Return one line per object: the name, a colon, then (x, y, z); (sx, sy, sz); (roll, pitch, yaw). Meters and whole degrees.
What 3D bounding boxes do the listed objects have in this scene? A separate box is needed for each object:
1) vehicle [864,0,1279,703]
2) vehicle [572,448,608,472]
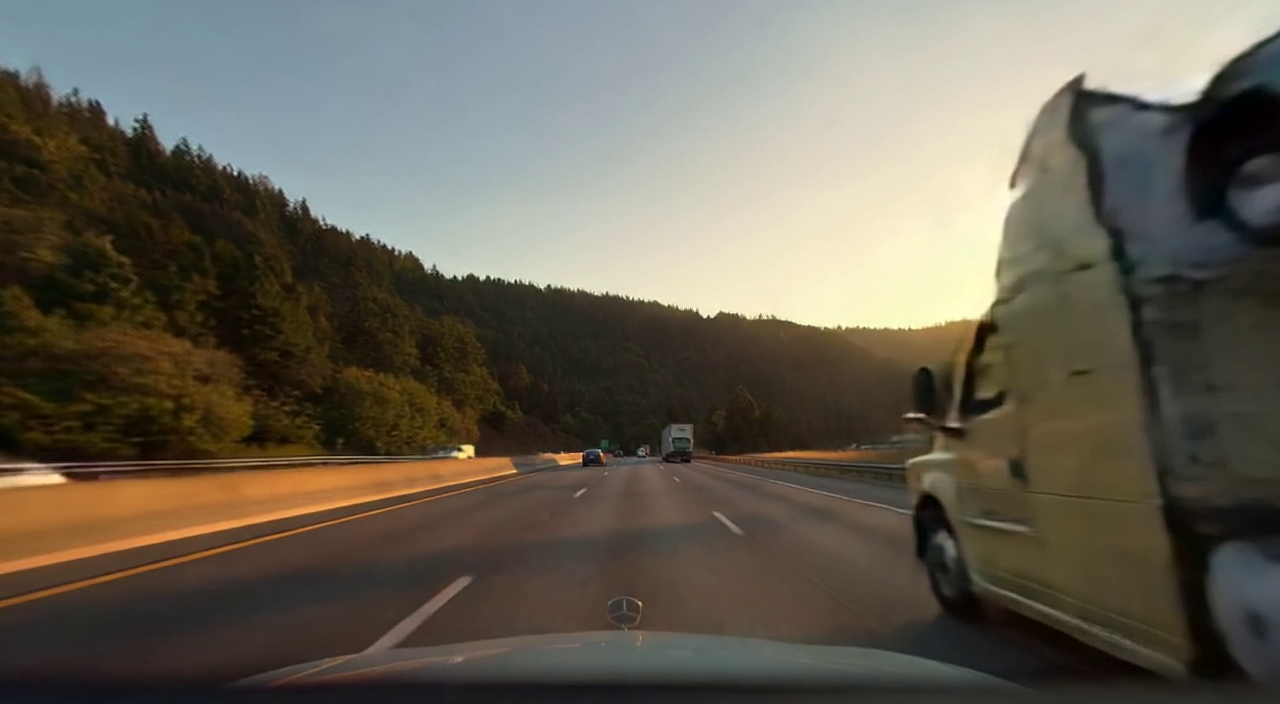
vehicle: (3.700, -0.393, 1.047); (3.046, 3.762, 9.803); (0, -9, 0)
vehicle: (-3.363, 7.385, 43.346); (2.091, 1.522, 4.301); (0, -9, 0)
